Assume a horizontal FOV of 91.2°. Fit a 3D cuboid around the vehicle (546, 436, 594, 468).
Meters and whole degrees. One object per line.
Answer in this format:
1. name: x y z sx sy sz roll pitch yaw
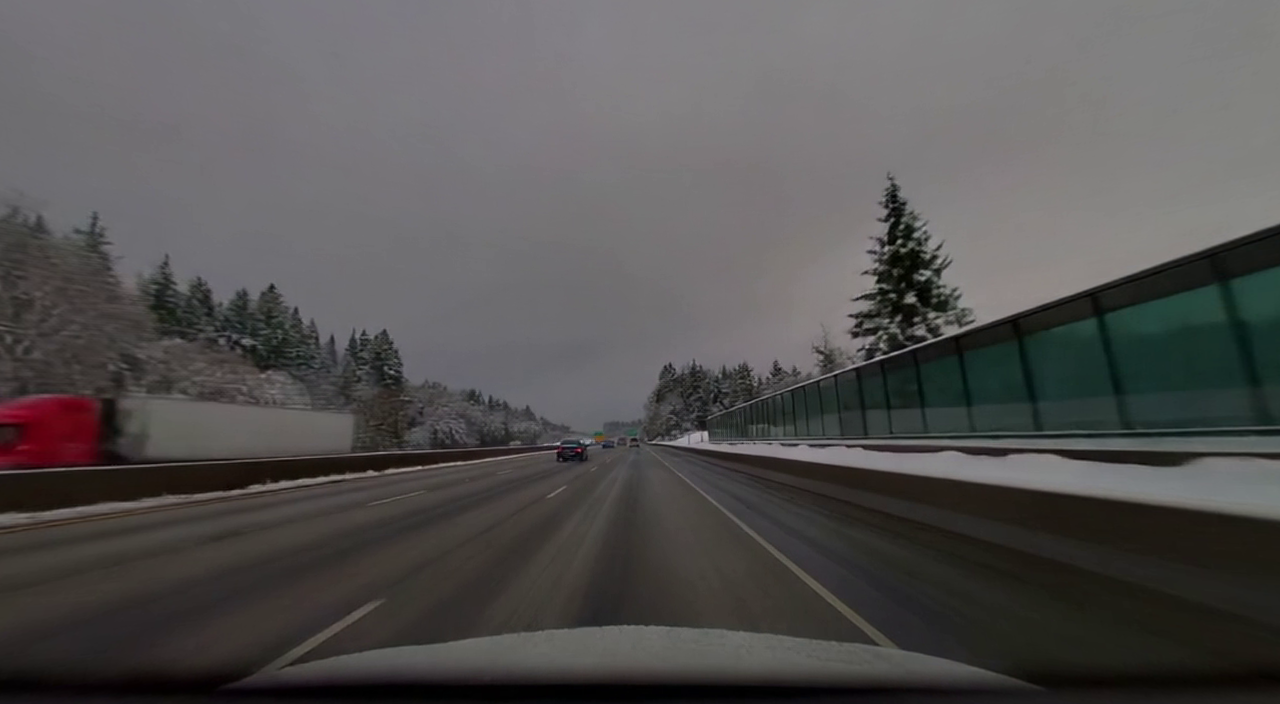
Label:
1. vehicle: -3.614 5.286 33.250 2.059 1.541 4.296 0 -8 -1
